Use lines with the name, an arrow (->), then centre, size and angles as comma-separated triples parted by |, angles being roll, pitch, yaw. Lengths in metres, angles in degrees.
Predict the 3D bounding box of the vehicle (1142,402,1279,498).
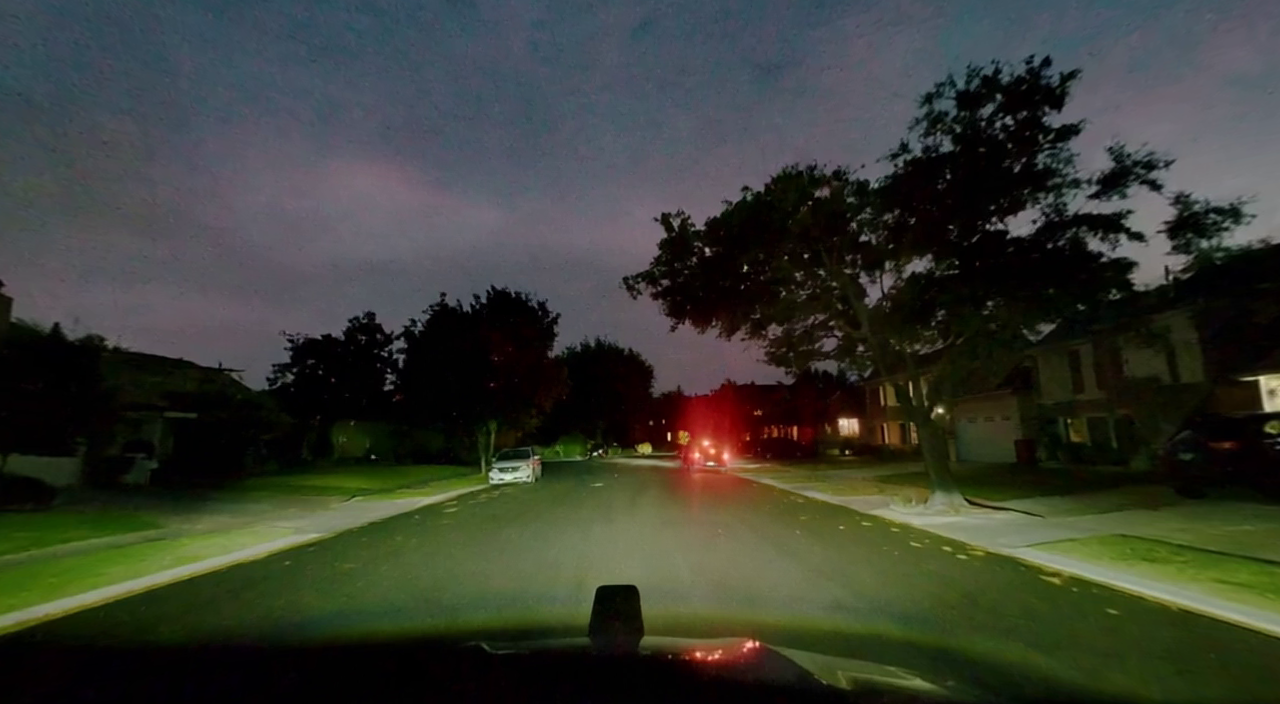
vehicle -> 12.992, 1.885, 12.312 | 4.623, 1.678, 2.078 | 0, -8, -2

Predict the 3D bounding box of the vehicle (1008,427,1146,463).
vehicle -> 19.007, 4.079, 27.659 | 4.484, 1.492, 2.071 | 0, -8, -1

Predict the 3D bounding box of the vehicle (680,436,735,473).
vehicle -> 3.482, 5.447, 33.675 | 2.228, 1.813, 4.901 | 0, -8, -2

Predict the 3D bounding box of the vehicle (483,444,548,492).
vehicle -> -4.677, 4.367, 24.286 | 1.981, 1.463, 4.631 | -1, -7, -5

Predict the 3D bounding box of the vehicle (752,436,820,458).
vehicle -> 11.478, 7.480, 49.857 | 4.781, 1.700, 1.914 | 0, -8, -3
